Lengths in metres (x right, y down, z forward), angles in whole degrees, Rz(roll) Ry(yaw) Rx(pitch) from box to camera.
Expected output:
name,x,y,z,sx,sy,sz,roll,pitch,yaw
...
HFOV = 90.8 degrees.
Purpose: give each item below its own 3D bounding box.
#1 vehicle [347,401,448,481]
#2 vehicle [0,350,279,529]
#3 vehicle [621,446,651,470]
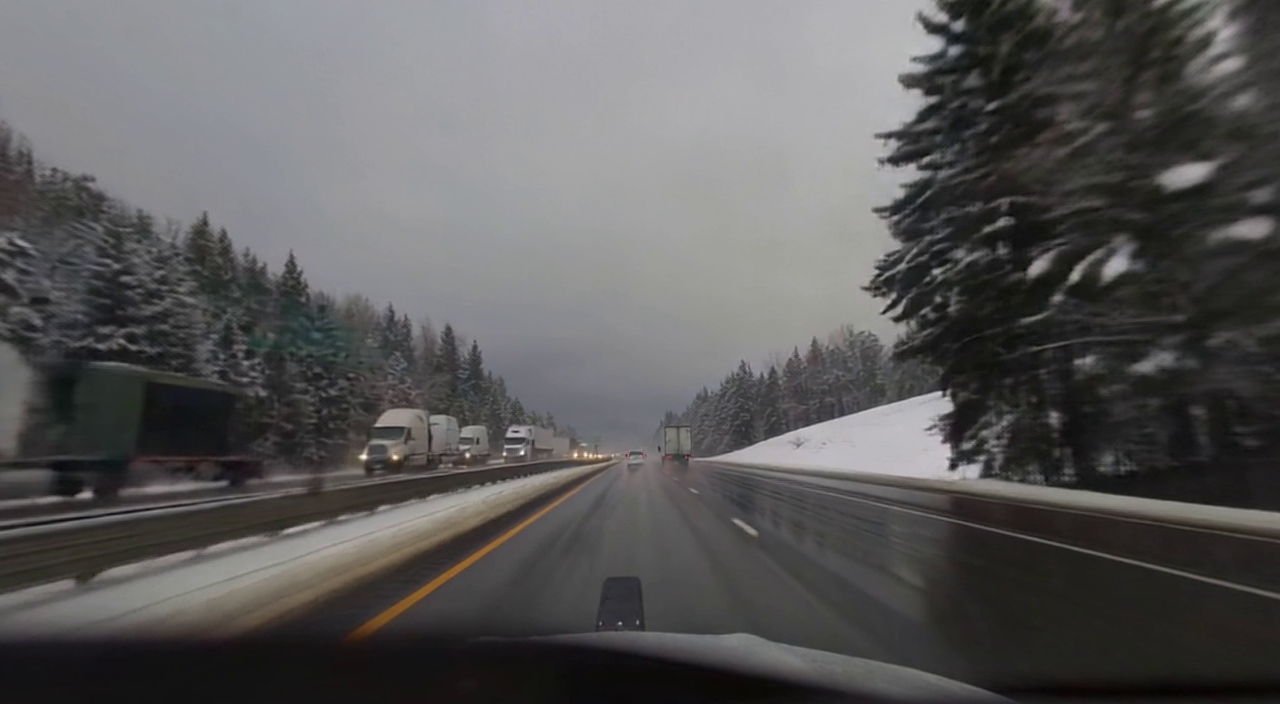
name,x,y,z,sx,sy,sz,roll,pitch,yaw
vehicle,-12.750,4.811,33.835,2.948,3.877,6.066,0,-9,-1
vehicle,-13.138,2.328,16.684,2.668,3.649,7.436,0,-9,0
vehicle,-0.301,7.987,47.796,2.137,1.689,4.051,0,-9,-1
